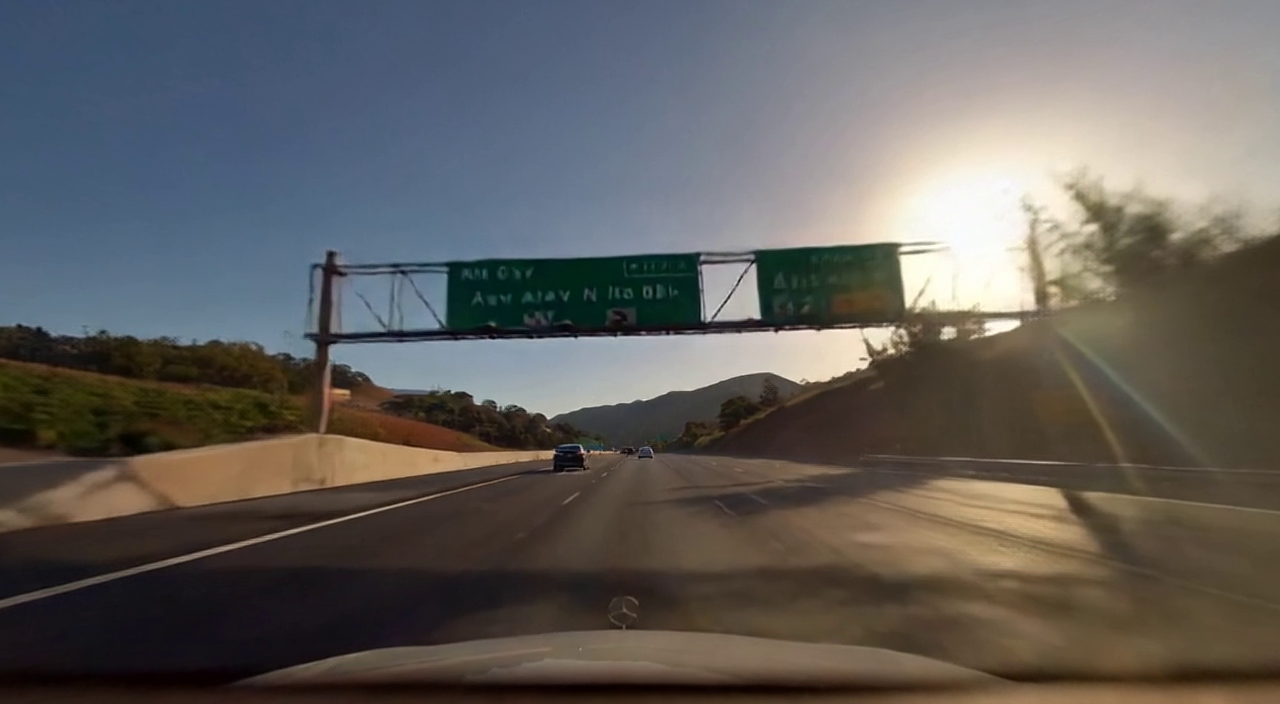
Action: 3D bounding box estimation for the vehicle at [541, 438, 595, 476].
[{"bbox_3d":[-3.451,5.140,31.141,2.072,1.706,4.359,0,-8,1],"label":"vehicle"}]
